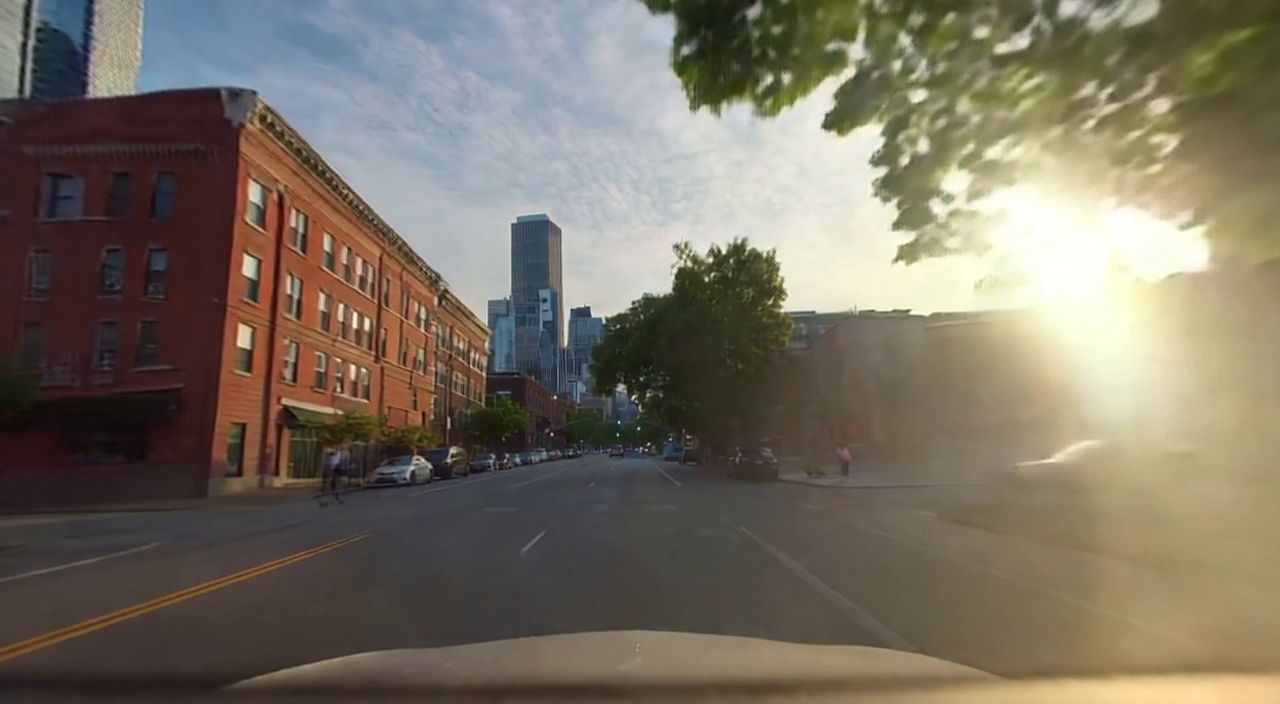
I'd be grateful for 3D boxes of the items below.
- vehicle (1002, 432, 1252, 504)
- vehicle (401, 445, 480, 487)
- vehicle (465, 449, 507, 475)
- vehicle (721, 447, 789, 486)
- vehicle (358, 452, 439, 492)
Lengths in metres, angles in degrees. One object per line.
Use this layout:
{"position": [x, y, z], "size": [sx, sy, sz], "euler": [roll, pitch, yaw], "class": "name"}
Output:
{"position": [11.595, 2.776, 15.310], "size": [4.380, 1.608, 1.942], "euler": [0, -9, 0], "class": "vehicle"}
{"position": [-11.112, 6.360, 35.800], "size": [2.574, 1.922, 6.292], "euler": [-4, -8, -2], "class": "vehicle"}
{"position": [-11.609, 8.319, 48.070], "size": [1.970, 1.828, 5.519], "euler": [-1, -9, -2], "class": "vehicle"}
{"position": [4.754, 4.792, 26.809], "size": [1.929, 1.522, 4.543], "euler": [0, -9, -1], "class": "vehicle"}
{"position": [-11.246, 5.580, 29.824], "size": [1.992, 1.629, 4.773], "euler": [-2, -9, -1], "class": "vehicle"}
